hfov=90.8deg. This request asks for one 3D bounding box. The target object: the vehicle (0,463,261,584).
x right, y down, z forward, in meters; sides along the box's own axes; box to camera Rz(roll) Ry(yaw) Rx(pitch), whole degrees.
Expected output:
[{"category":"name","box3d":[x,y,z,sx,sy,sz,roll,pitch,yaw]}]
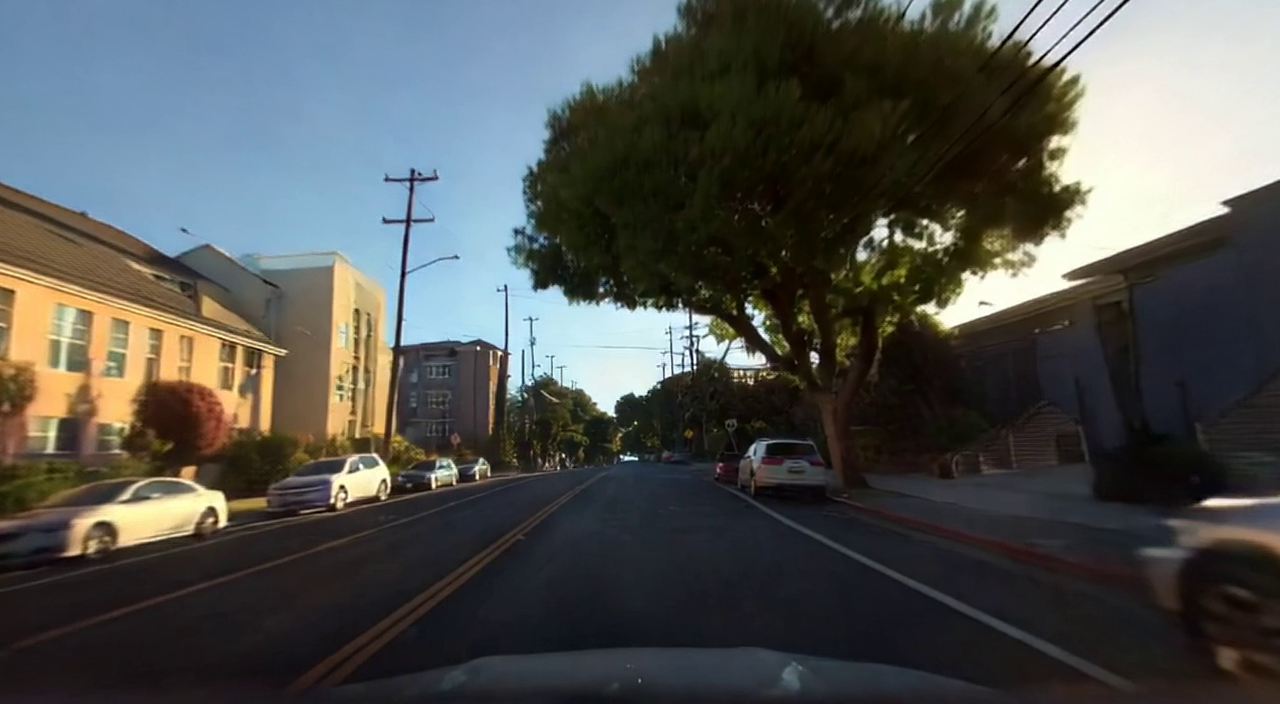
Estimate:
[{"category":"vehicle","box3d":[-9.022,2.758,10.989,1.948,1.508,4.656,0,-9,0]}]

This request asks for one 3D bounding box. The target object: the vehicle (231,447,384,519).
[{"category":"vehicle","box3d":[-9.234,3.720,18.067,2.051,1.657,4.322,-3,-11,-1]}]

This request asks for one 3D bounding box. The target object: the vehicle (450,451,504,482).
[{"category":"vehicle","box3d":[-9.210,6.478,36.002,2.000,1.495,4.687,-3,-8,-3]}]

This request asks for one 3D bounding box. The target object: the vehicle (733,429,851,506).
[{"category":"vehicle","box3d":[3.809,2.978,16.743,2.155,1.747,4.311,-1,-9,2]}]

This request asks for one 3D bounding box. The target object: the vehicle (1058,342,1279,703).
[{"category":"vehicle","box3d":[3.961,0.723,1.976,2.040,1.801,4.569,0,-9,-2]}]

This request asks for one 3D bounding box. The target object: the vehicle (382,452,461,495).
[{"category":"vehicle","box3d":[-9.265,5.137,27.117,1.884,1.526,4.061,-5,-9,1]}]
